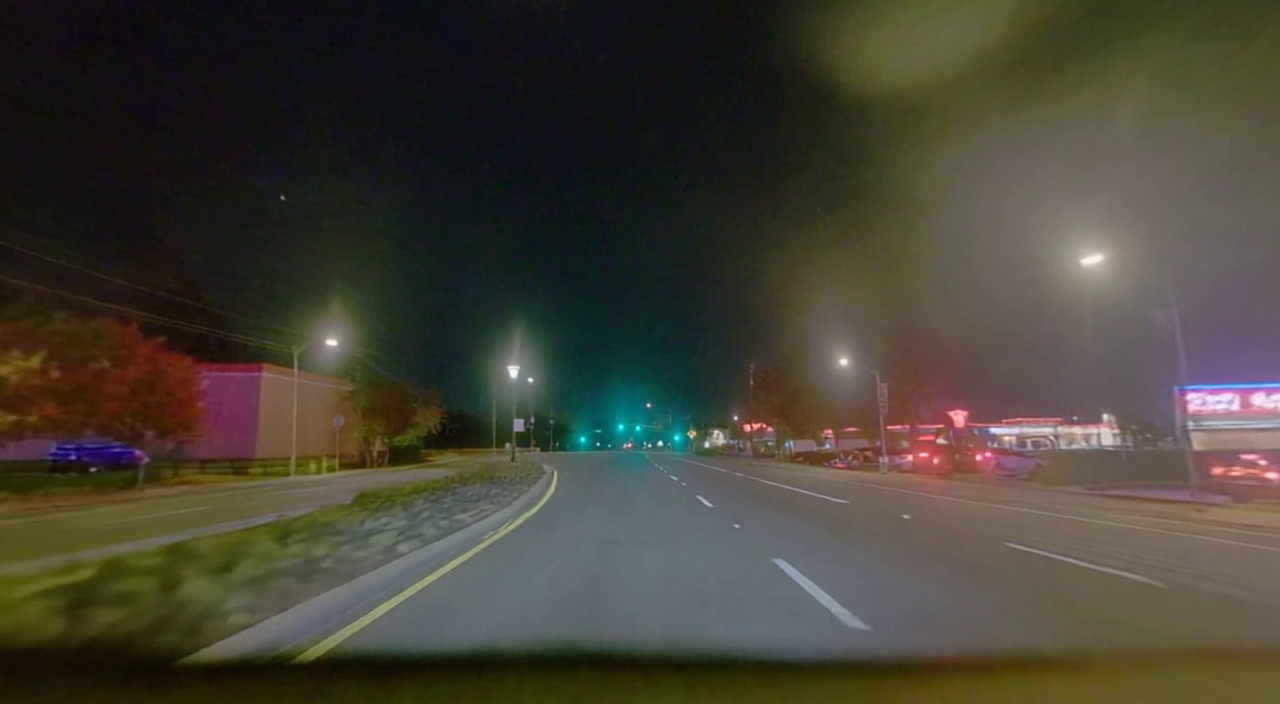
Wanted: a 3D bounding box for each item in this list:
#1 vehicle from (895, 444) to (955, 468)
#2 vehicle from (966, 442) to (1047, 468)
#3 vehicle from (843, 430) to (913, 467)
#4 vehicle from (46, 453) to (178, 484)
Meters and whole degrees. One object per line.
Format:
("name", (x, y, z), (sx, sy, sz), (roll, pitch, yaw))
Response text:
("vehicle", (17.810, 6.512, 39.677), (1.873, 1.383, 3.754), (0, -9, -3))
("vehicle", (22.591, 6.379, 39.143), (1.791, 1.458, 4.316), (0, -9, -12))
("vehicle", (14.823, 6.092, 39.748), (2.235, 2.016, 5.481), (-2, -9, 0))
("vehicle", (-26.739, 5.885, 32.135), (4.777, 1.469, 1.937), (1, -9, -5))
